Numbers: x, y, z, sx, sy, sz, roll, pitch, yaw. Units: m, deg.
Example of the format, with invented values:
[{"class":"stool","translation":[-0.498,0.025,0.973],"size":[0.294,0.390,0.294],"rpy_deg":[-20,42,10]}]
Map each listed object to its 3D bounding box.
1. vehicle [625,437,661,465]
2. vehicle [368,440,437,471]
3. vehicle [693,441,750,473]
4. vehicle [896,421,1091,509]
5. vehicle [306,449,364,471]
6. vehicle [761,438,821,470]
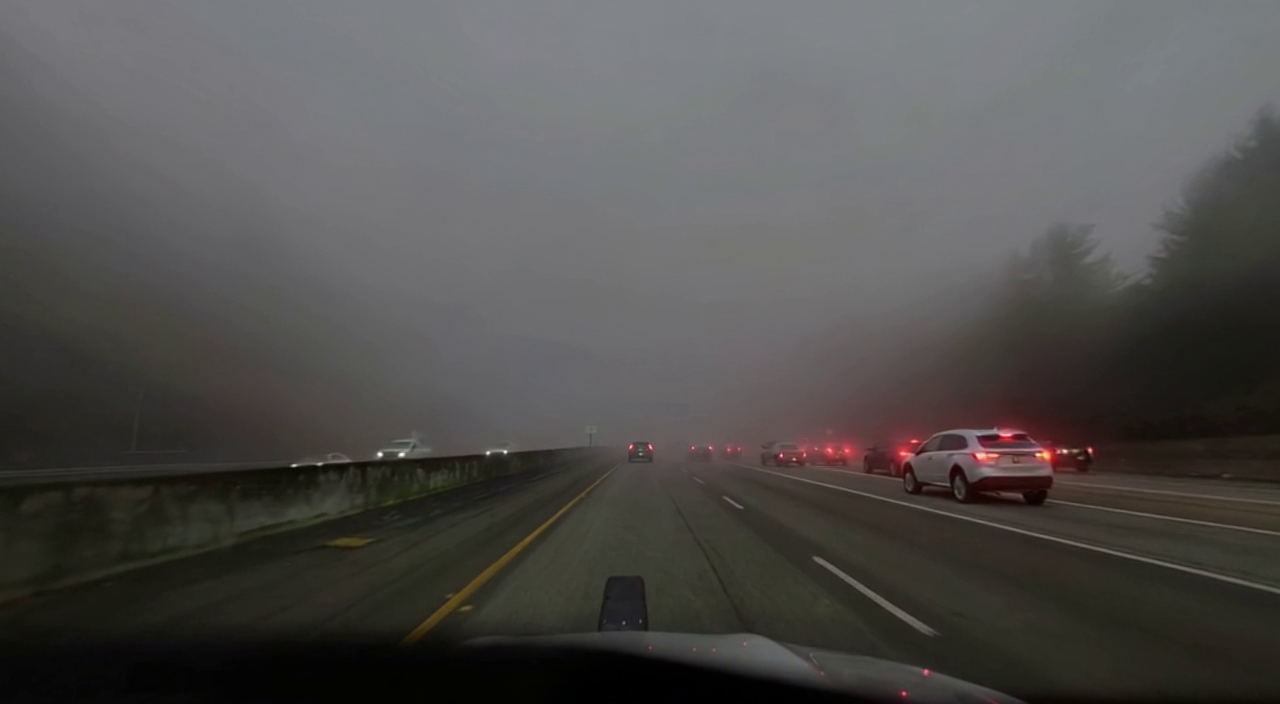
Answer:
[{"class":"vehicle","translation":[0.185,6.186,39.403],"size":[2.124,1.639,4.122],"rpy_deg":[0,-8,0]},{"class":"vehicle","translation":[-15.031,6.587,40.312],"size":[2.250,1.805,5.631],"rpy_deg":[0,-8,0]},{"class":"vehicle","translation":[3.901,5.069,30.795],"size":[2.118,1.438,4.312],"rpy_deg":[0,-8,-1]},{"class":"vehicle","translation":[7.795,2.527,14.517],"size":[1.986,1.703,4.226],"rpy_deg":[0,-8,0]},{"class":"vehicle","translation":[-22.412,7.923,46.560],"size":[1.977,1.461,4.638],"rpy_deg":[0,-8,0]},{"class":"vehicle","translation":[7.665,5.213,32.399],"size":[1.919,1.476,4.303],"rpy_deg":[0,-8,-1]}]
